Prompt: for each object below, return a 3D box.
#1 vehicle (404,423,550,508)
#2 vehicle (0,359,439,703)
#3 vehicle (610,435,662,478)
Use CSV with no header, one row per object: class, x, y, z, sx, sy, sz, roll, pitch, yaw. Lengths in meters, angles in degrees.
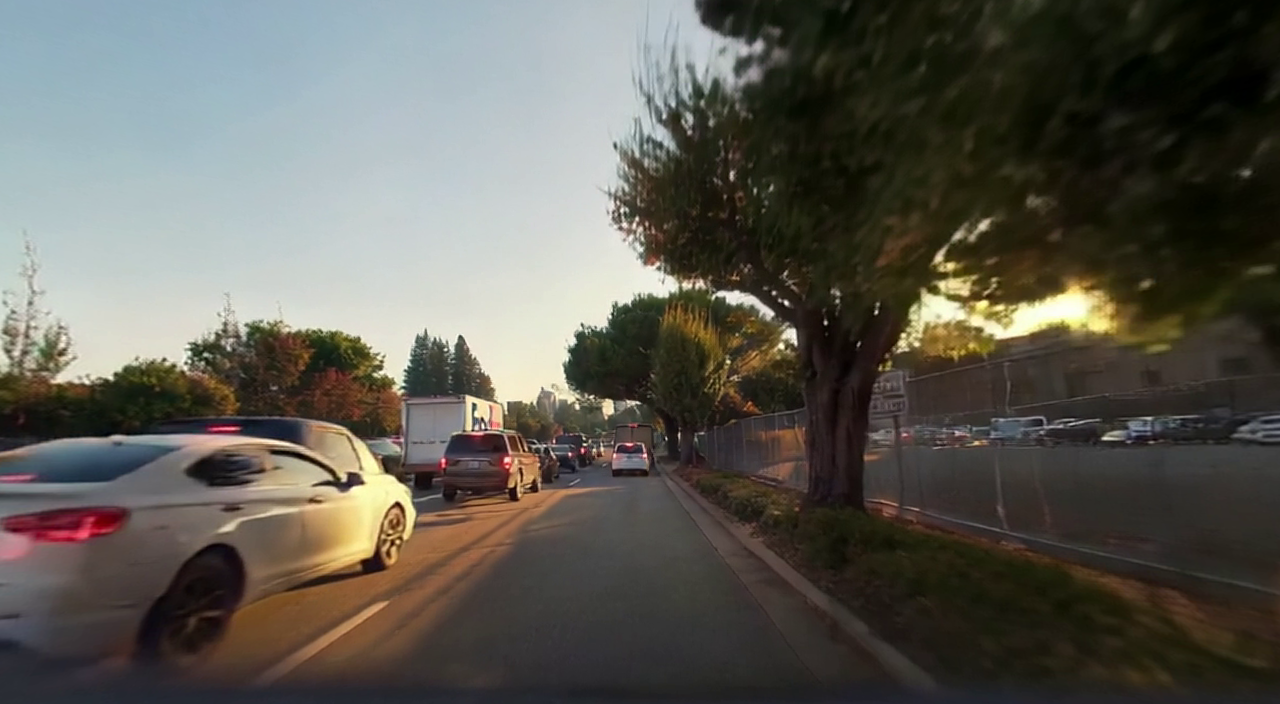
vehicle,-3.843,2.789,15.955,2.263,1.803,4.868,0,-8,2
vehicle,-3.416,1.213,4.847,2.057,1.673,4.934,0,-8,1
vehicle,-0.203,4.417,26.890,2.055,1.671,4.147,0,-8,-1
